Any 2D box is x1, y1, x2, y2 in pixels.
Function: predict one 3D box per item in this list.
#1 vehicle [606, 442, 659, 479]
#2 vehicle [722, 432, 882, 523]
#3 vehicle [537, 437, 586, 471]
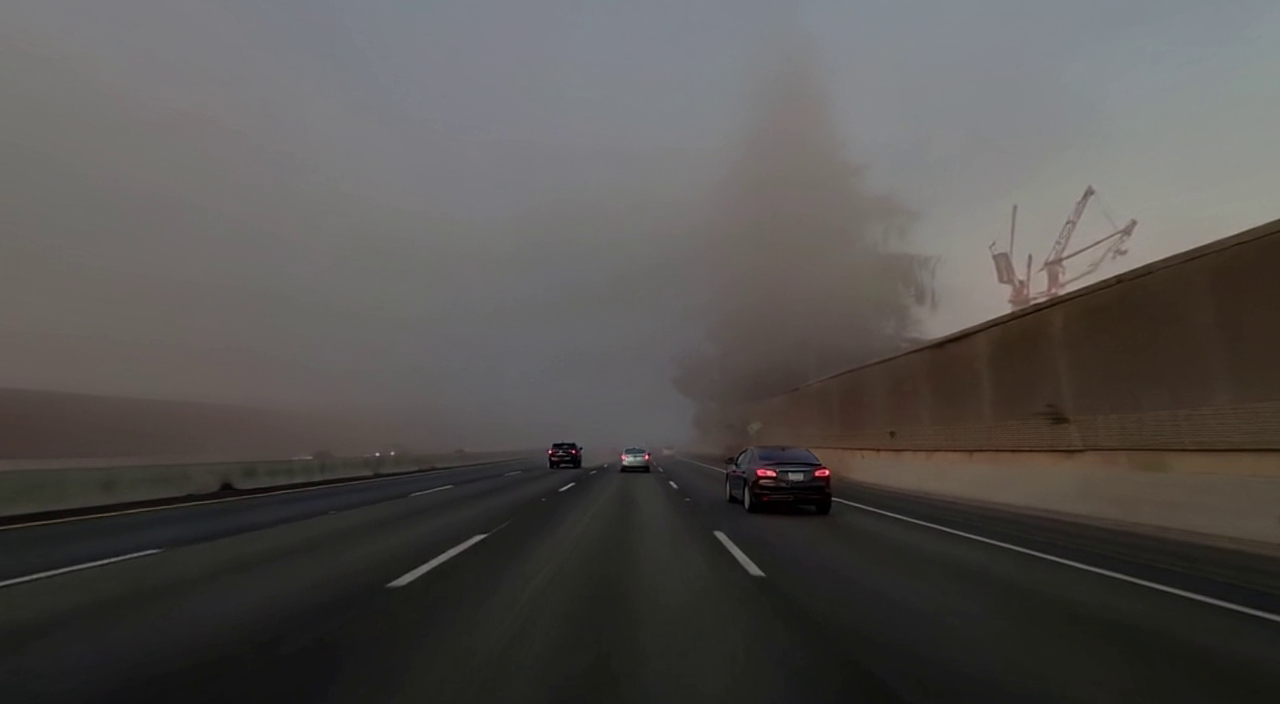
[{"bbox_3d":[-0.321,4.525,26.639,2.045,1.452,4.040,0,-8,-1],"label":"vehicle"},{"bbox_3d":[3.025,2.446,12.925,1.917,1.507,4.540,0,-8,-2],"label":"vehicle"},{"bbox_3d":[-4.317,5.653,35.279,2.121,1.775,4.335,0,-8,1],"label":"vehicle"}]
